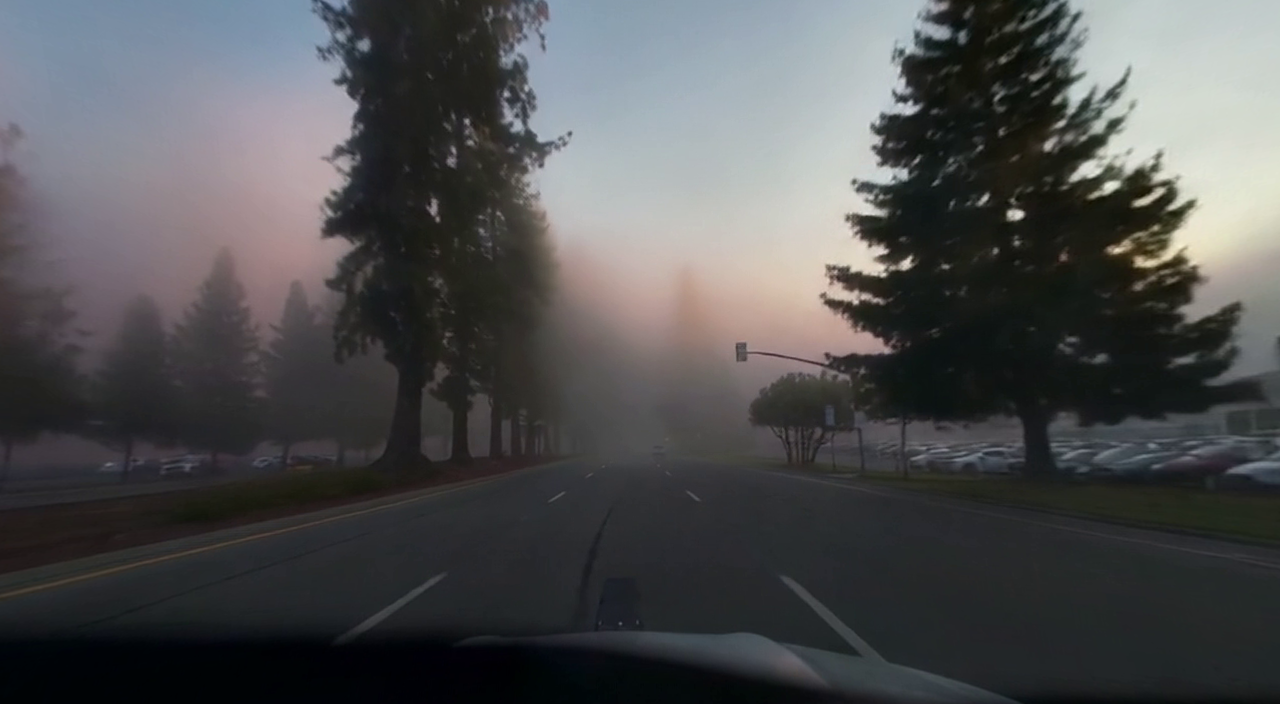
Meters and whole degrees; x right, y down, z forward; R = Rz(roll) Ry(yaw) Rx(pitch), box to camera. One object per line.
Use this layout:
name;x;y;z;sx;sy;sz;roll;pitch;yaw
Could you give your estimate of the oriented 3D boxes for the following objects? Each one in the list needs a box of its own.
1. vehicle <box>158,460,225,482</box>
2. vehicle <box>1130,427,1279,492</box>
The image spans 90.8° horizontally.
vehicle;-35.379;9.391;49.895;4.028;1.534;1.716;-3;-9;3
vehicle;17.432;3.154;18.653;4.199;1.775;1.943;0;-8;2
